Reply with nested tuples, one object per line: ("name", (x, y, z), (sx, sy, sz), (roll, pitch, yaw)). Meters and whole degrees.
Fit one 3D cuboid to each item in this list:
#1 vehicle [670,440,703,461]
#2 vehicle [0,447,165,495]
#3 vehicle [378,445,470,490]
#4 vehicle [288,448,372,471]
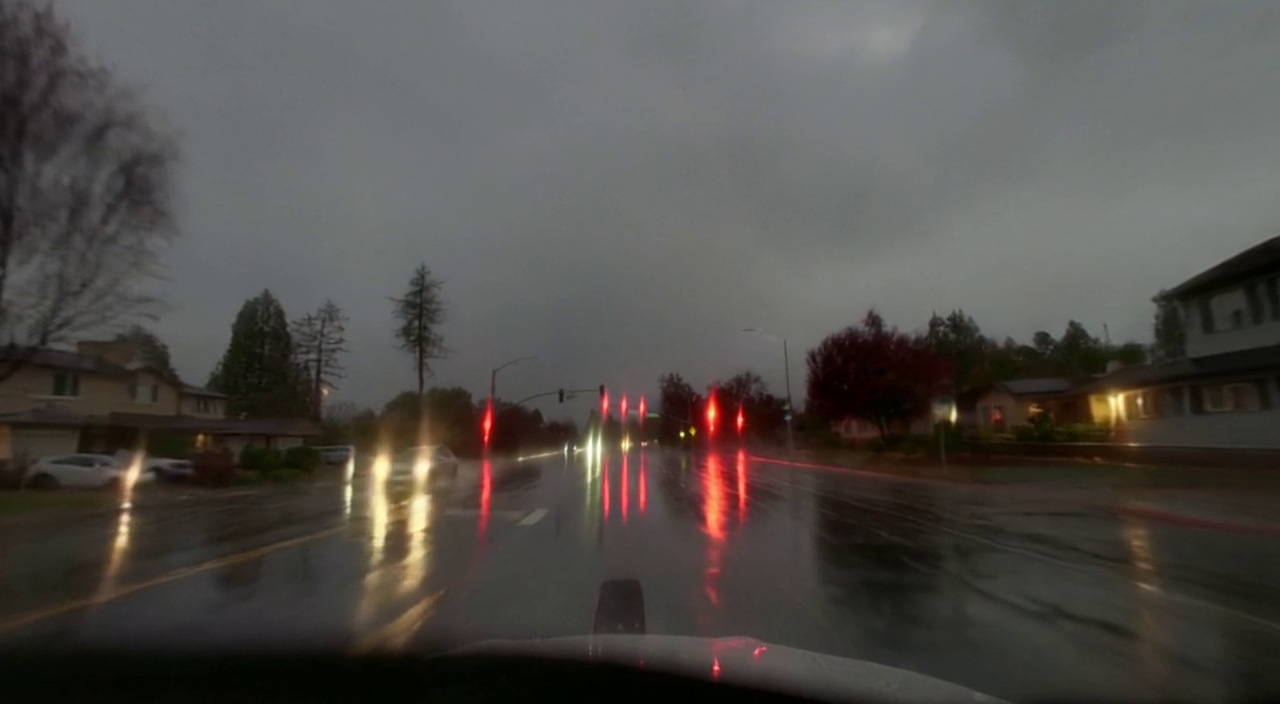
("vehicle", (3.501, 7.559, 48.488), (2.133, 1.494, 4.265), (0, -9, -2))
("vehicle", (-20.624, 4.361, 23.422), (4.354, 1.676, 1.905), (0, -9, -1))
("vehicle", (-7.890, 4.241, 23.570), (1.931, 1.483, 4.246), (0, -9, 0))
("vehicle", (-20.369, 7.093, 41.640), (4.464, 1.453, 1.931), (0, -9, -1))
